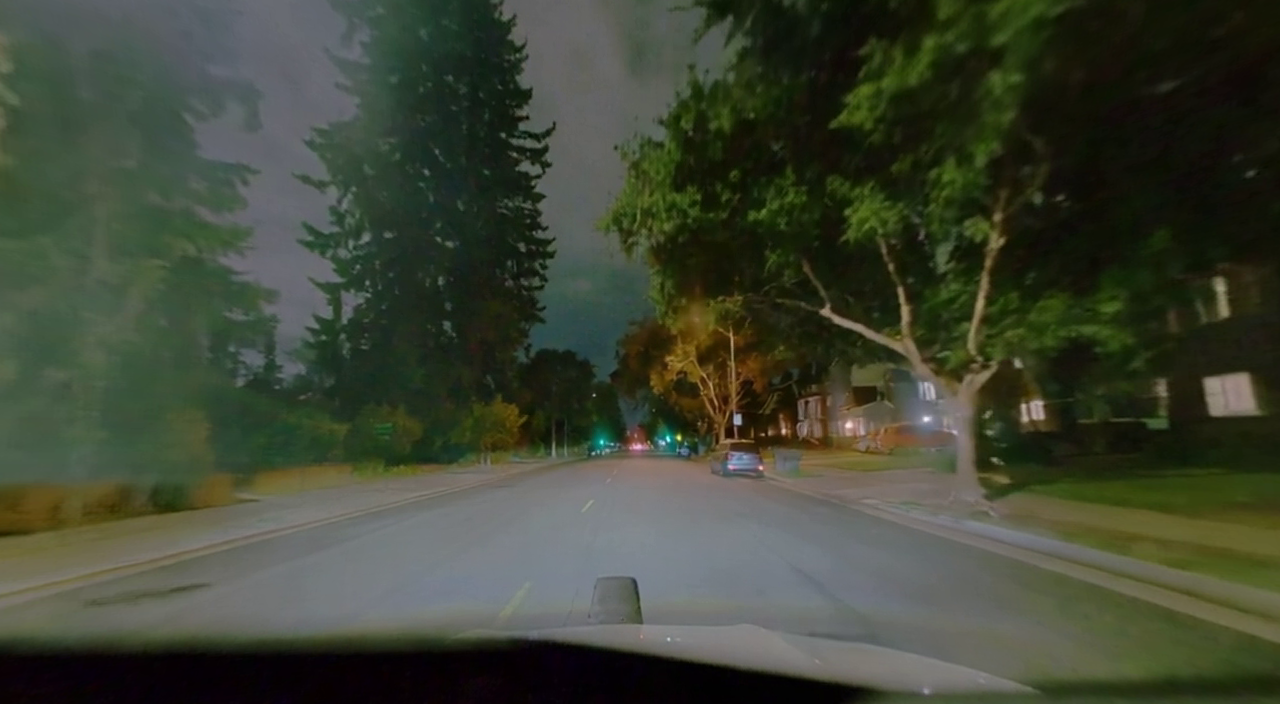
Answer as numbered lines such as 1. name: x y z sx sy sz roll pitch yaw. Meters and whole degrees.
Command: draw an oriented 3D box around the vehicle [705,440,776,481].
1. vehicle: 3.867 4.240 25.004 2.013 1.473 4.329 0 -8 -1
